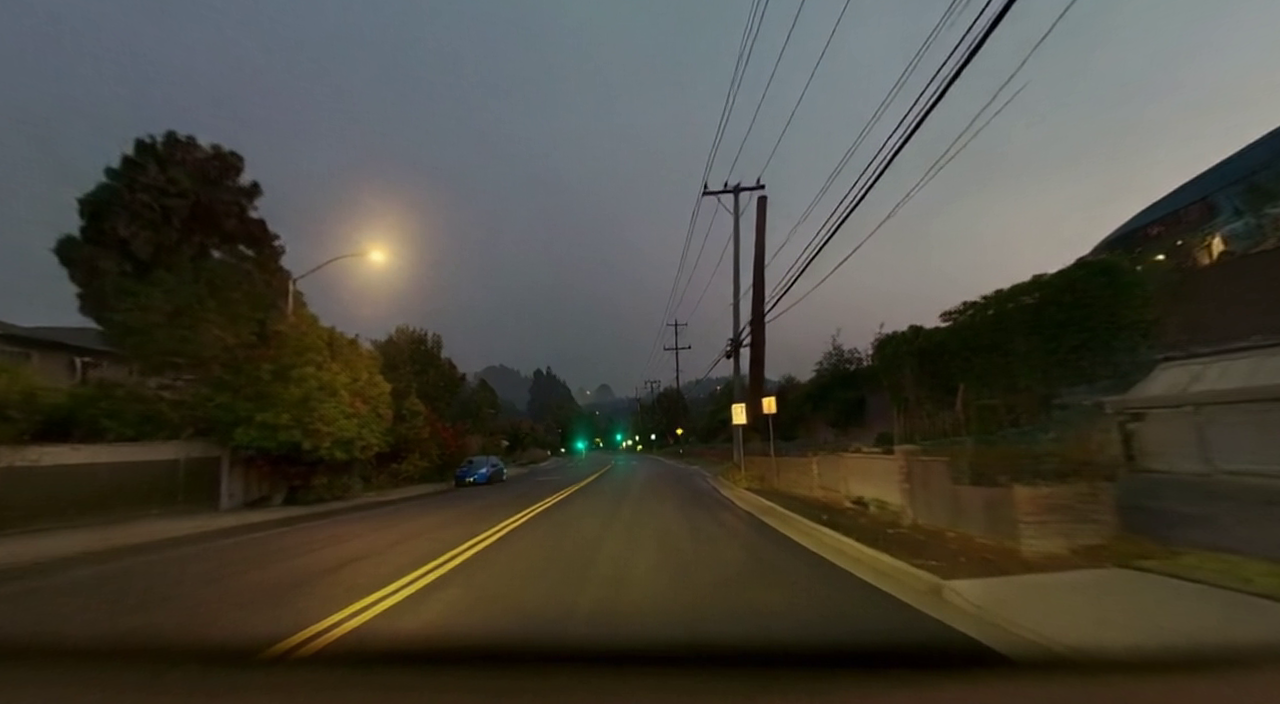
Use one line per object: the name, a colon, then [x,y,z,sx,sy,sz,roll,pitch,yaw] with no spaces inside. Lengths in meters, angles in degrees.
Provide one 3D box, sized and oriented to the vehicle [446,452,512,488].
vehicle: [-8.195,6.019,32.539,2.114,1.693,4.468,0,-9,1]
